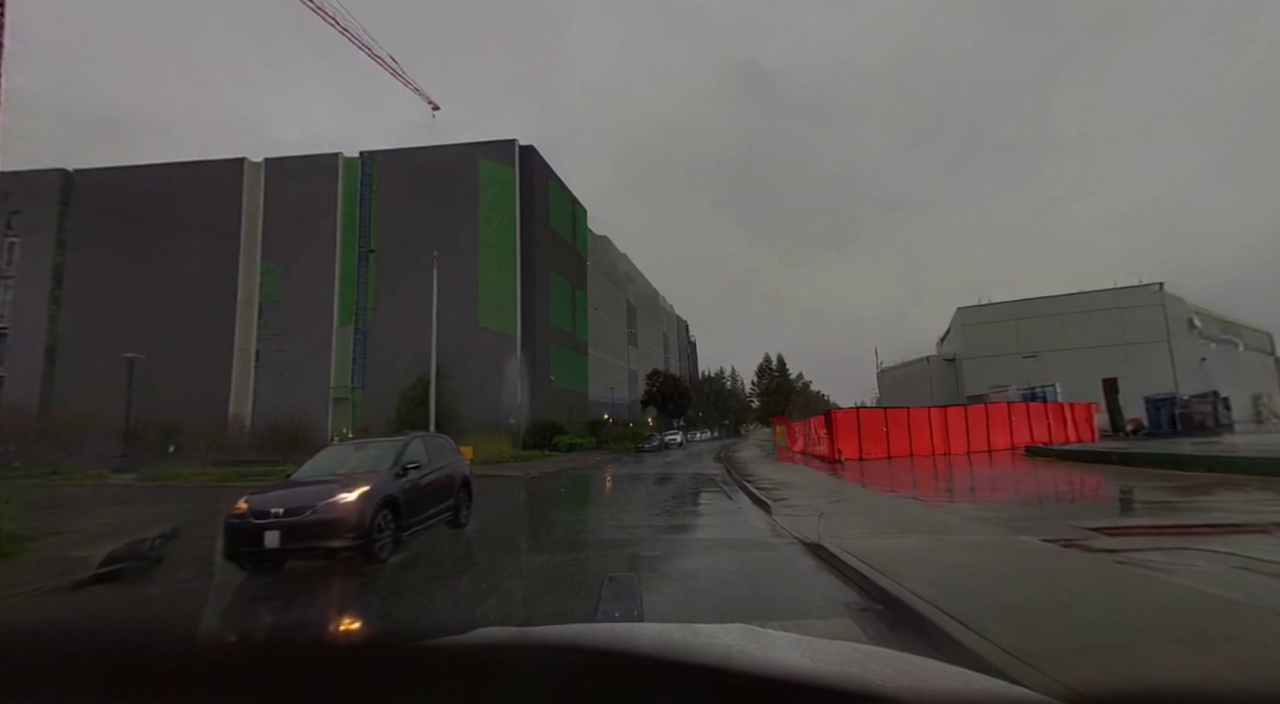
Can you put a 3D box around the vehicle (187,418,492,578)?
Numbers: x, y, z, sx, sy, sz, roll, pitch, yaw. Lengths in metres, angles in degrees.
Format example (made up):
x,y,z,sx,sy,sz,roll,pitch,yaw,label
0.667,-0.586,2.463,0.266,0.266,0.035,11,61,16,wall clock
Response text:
x,y,z,sx,sy,sz,roll,pitch,yaw,label
-3.677,1.819,8.780,1.967,1.646,4.192,-1,-8,4,vehicle

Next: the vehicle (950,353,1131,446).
x,y,z,sx,sy,sz,roll,pitch,yaw,label
18.884,2.596,30.865,3.031,3.863,9.734,-1,-8,4,vehicle
